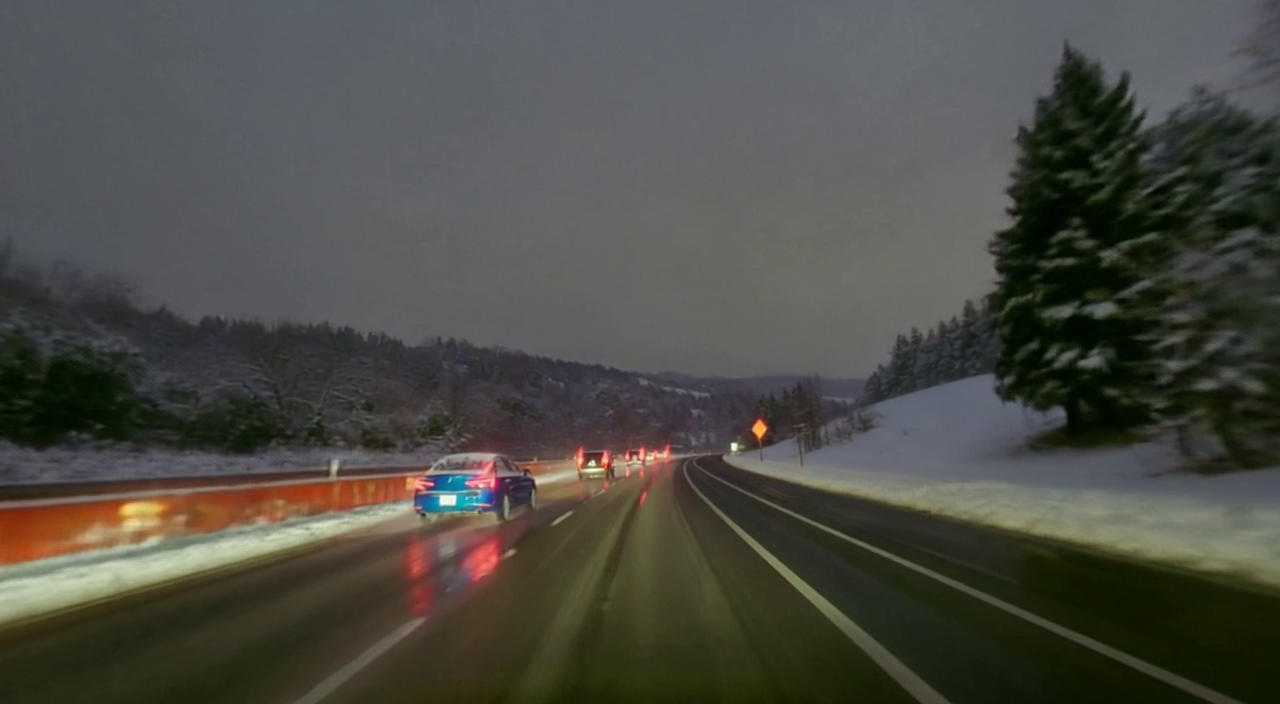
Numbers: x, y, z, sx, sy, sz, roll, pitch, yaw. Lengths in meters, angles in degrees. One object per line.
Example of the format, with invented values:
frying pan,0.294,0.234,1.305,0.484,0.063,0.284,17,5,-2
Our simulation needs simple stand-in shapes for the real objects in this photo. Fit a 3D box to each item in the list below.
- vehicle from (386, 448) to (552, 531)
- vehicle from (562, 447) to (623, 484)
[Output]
vehicle,-3.088,2.571,12.348,2.061,1.330,3.928,0,-9,1
vehicle,-1.961,4.875,27.305,2.094,1.480,4.124,-1,-9,3
